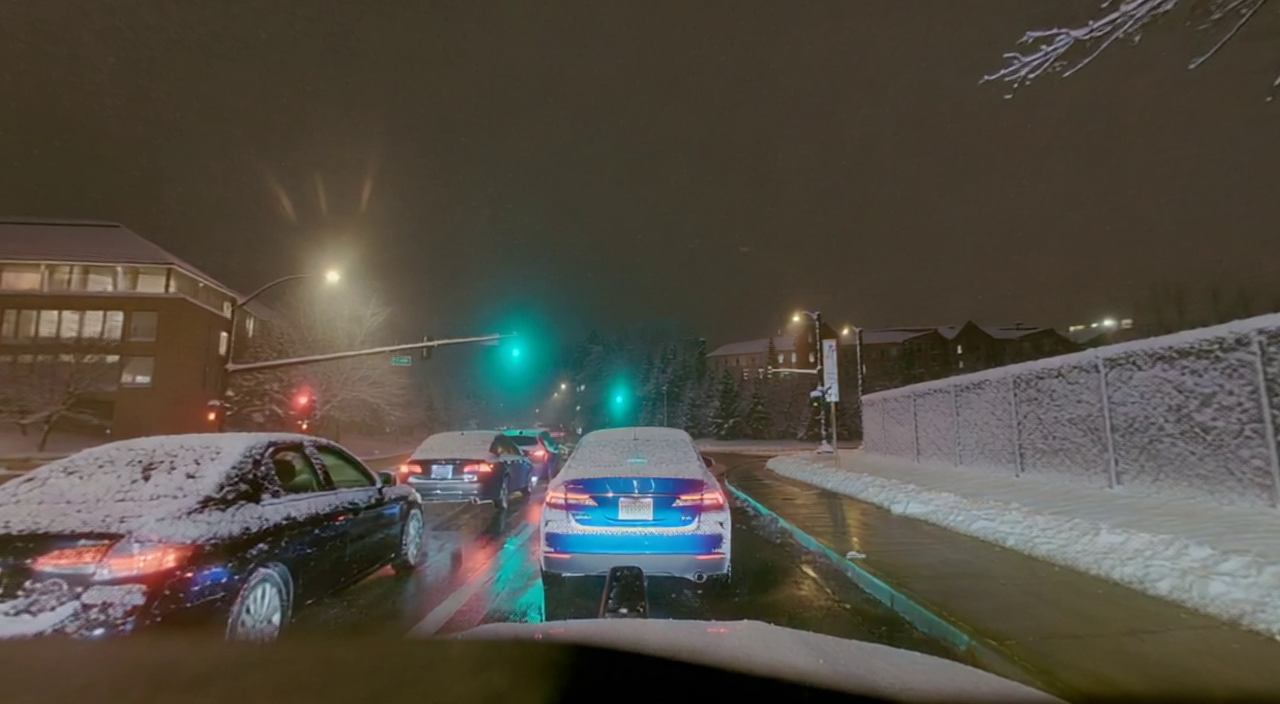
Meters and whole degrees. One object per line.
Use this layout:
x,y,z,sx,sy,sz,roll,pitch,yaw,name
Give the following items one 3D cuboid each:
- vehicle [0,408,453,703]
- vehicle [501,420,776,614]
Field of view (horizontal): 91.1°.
-3.204,1.323,4.893,1.971,1.488,4.581,0,-9,1,vehicle
-0.010,1.604,7.025,2.144,1.514,4.063,0,-9,0,vehicle
